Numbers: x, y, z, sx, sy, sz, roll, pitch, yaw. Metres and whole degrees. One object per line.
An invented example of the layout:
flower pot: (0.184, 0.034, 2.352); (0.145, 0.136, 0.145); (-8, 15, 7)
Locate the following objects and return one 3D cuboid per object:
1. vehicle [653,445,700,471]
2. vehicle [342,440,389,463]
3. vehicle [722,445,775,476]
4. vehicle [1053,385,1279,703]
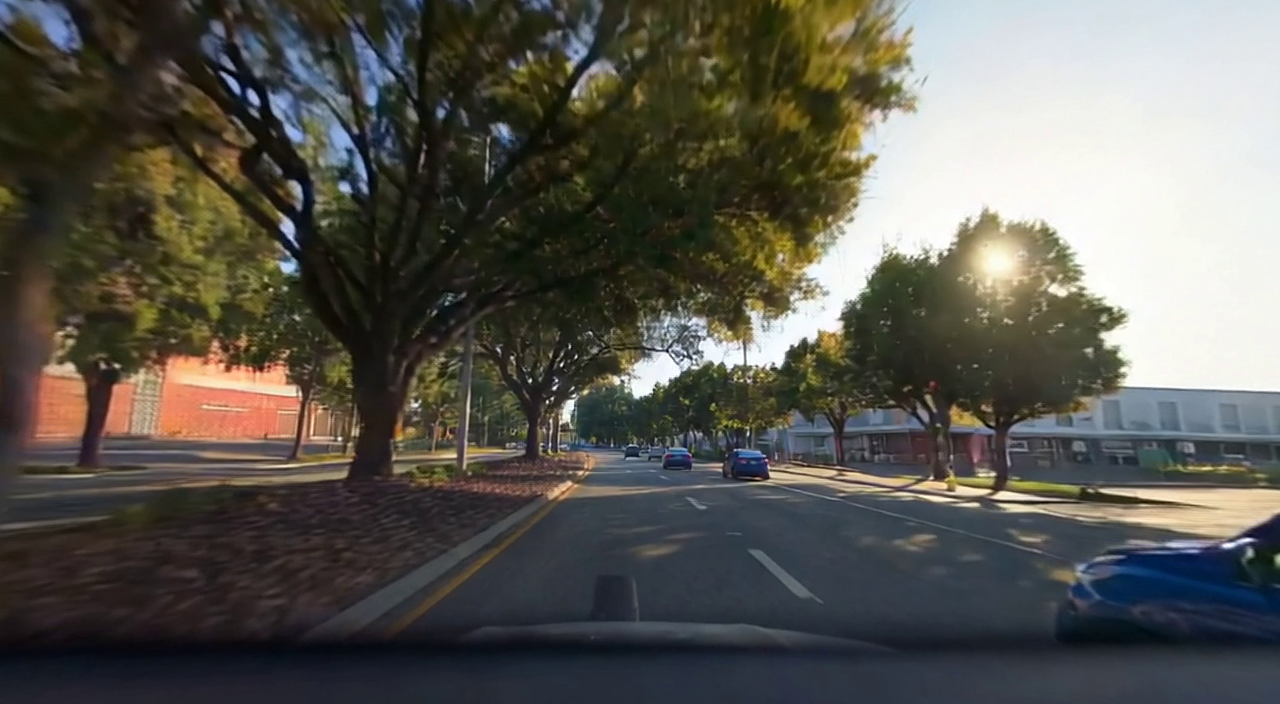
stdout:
vehicle: (2.067, 6.223, 37.100); (2.256, 1.451, 4.313); (1, -9, -4)
vehicle: (-21.165, 7.696, 48.688); (1.982, 1.650, 4.157); (1, -9, -4)
vehicle: (5.771, 5.792, 33.913); (1.886, 1.528, 4.169); (1, -9, -3)
vehicle: (3.282, 0.743, 1.212); (2.102, 1.524, 4.126); (0, -9, -1)
